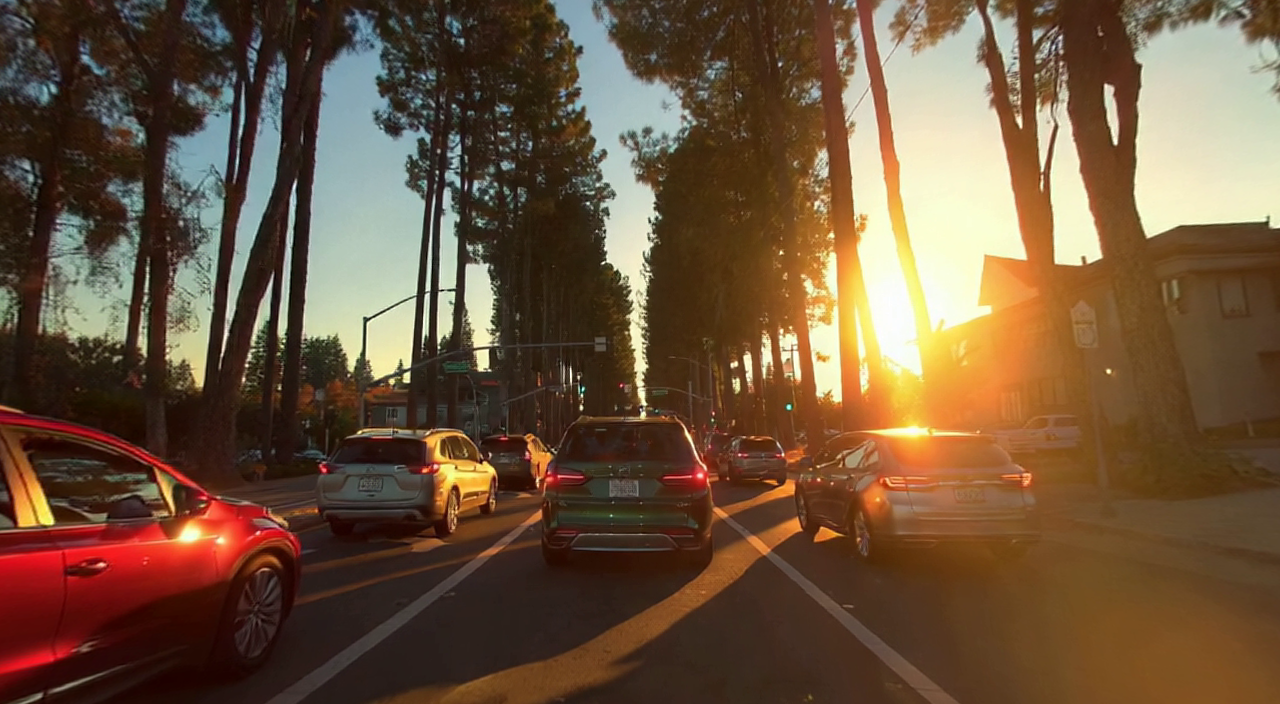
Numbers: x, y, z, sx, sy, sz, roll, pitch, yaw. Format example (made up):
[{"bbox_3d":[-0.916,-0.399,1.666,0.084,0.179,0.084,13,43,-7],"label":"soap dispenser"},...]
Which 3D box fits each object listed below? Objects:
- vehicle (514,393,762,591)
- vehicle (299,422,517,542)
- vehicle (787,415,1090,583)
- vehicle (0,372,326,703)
[{"bbox_3d":[0.004,1.539,7.689,2.193,1.744,4.033,0,-8,1],"label":"vehicle"},{"bbox_3d":[-3.644,2.120,10.941,2.042,1.641,4.314,0,-8,1],"label":"vehicle"},{"bbox_3d":[3.273,1.672,7.877,1.922,1.579,3.642,0,-8,-1],"label":"vehicle"},{"bbox_3d":[-3.774,0.998,3.322,1.929,1.641,4.193,0,-8,2],"label":"vehicle"}]
